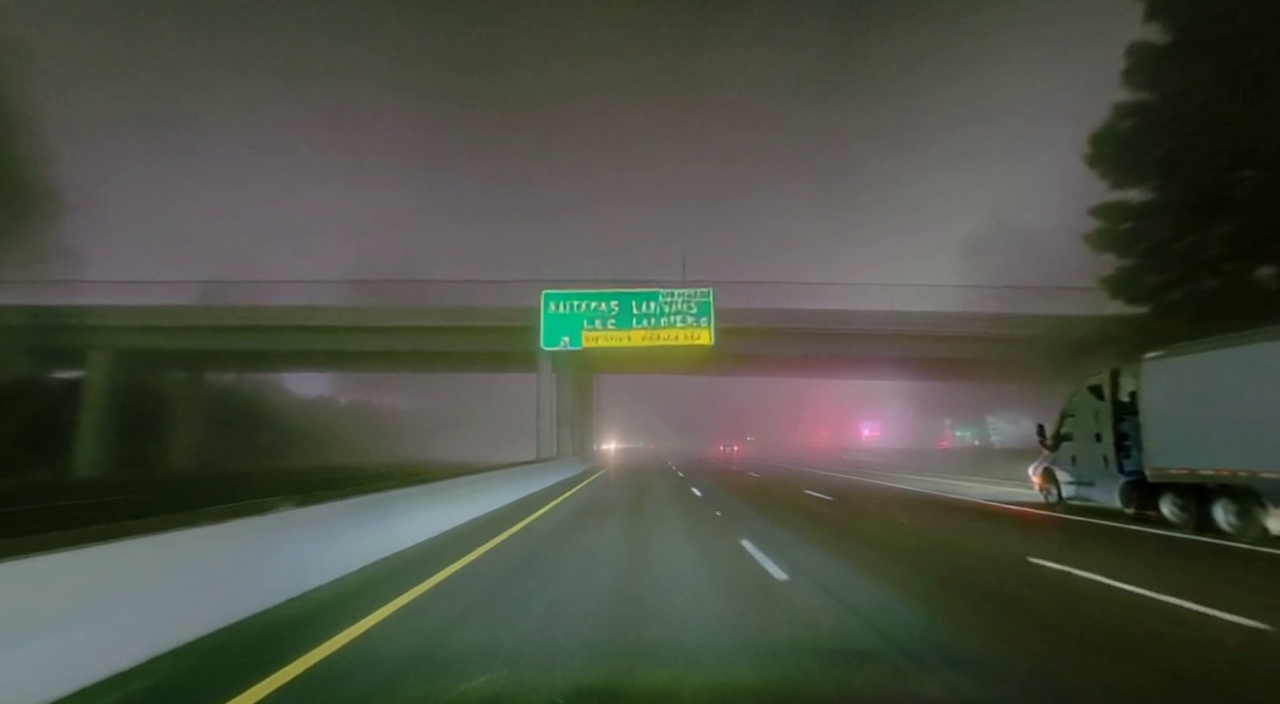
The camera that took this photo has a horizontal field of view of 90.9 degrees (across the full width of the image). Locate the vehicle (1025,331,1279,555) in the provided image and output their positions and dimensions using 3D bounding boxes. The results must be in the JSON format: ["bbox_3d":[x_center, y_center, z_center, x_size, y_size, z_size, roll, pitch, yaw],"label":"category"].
[{"bbox_3d":[10.767,1.379,9.554,2.960,3.207,10.950,0,-8,0],"label":"vehicle"}]
